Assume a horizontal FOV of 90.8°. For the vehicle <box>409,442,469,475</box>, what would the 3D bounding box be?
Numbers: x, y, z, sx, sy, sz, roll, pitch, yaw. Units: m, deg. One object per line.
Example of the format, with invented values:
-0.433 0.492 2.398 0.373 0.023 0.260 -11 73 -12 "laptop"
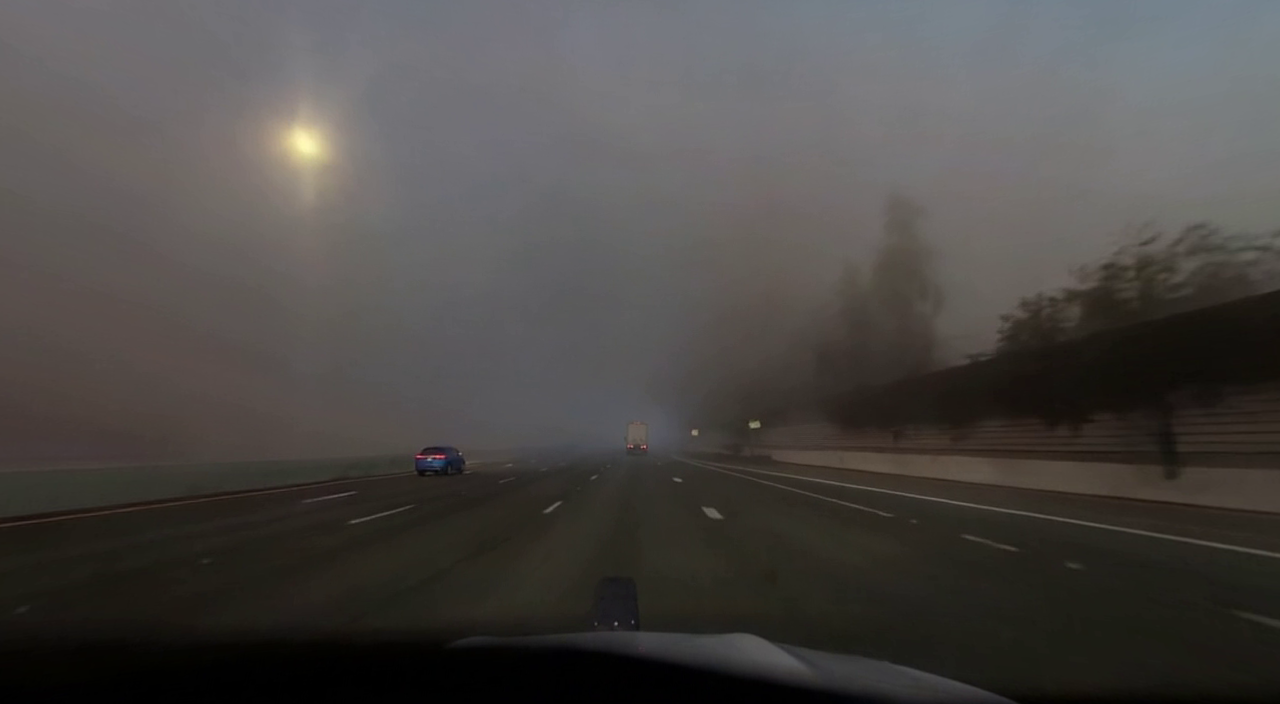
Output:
-10.750 5.716 34.084 1.897 1.653 4.113 0 -9 0 "vehicle"
